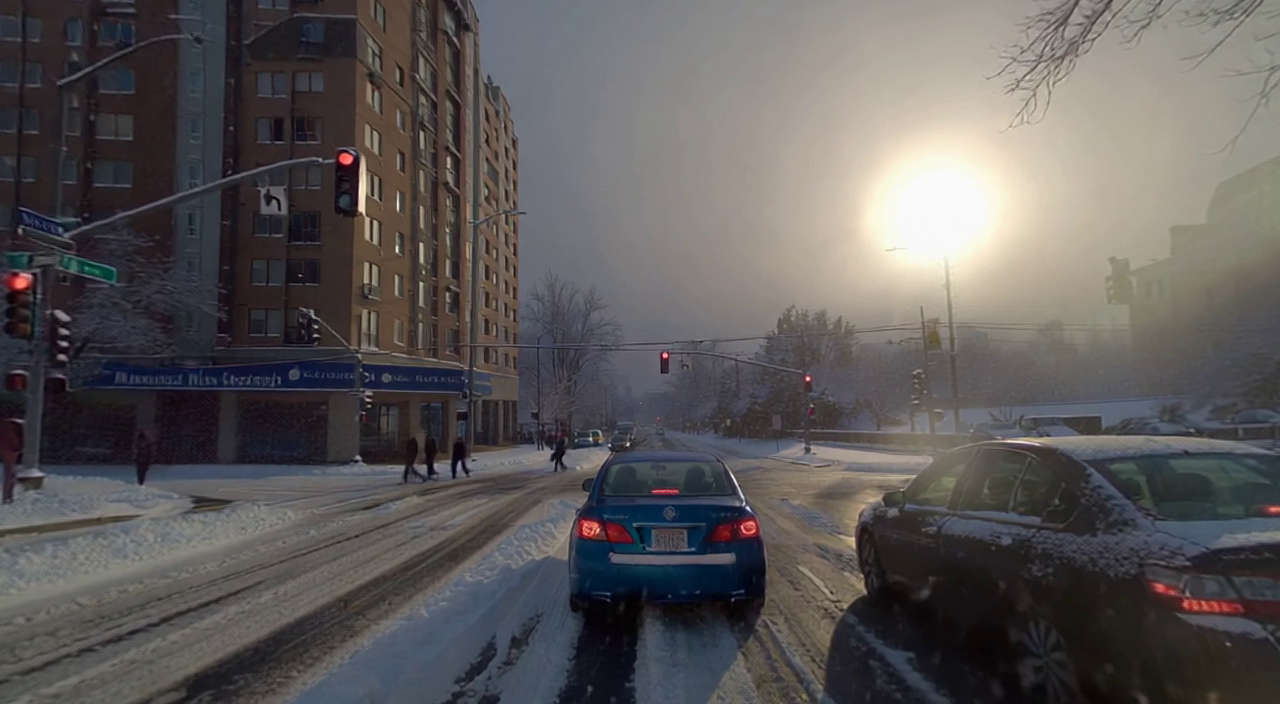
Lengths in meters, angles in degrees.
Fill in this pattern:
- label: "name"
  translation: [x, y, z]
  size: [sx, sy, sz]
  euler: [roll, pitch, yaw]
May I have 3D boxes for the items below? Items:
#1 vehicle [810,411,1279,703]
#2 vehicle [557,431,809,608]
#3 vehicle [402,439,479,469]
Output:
- label: "vehicle"
  translation: [2.815, 1.292, 4.552]
  size: [1.961, 1.498, 4.356]
  euler: [0, -8, 0]
- label: "vehicle"
  translation: [0.289, 1.714, 7.422]
  size: [2.132, 1.464, 4.089]
  euler: [0, -8, -2]
- label: "vehicle"
  translation: [-11.497, 5.884, 36.544]
  size: [2.030, 1.596, 3.912]
  euler: [-5, -10, 28]
